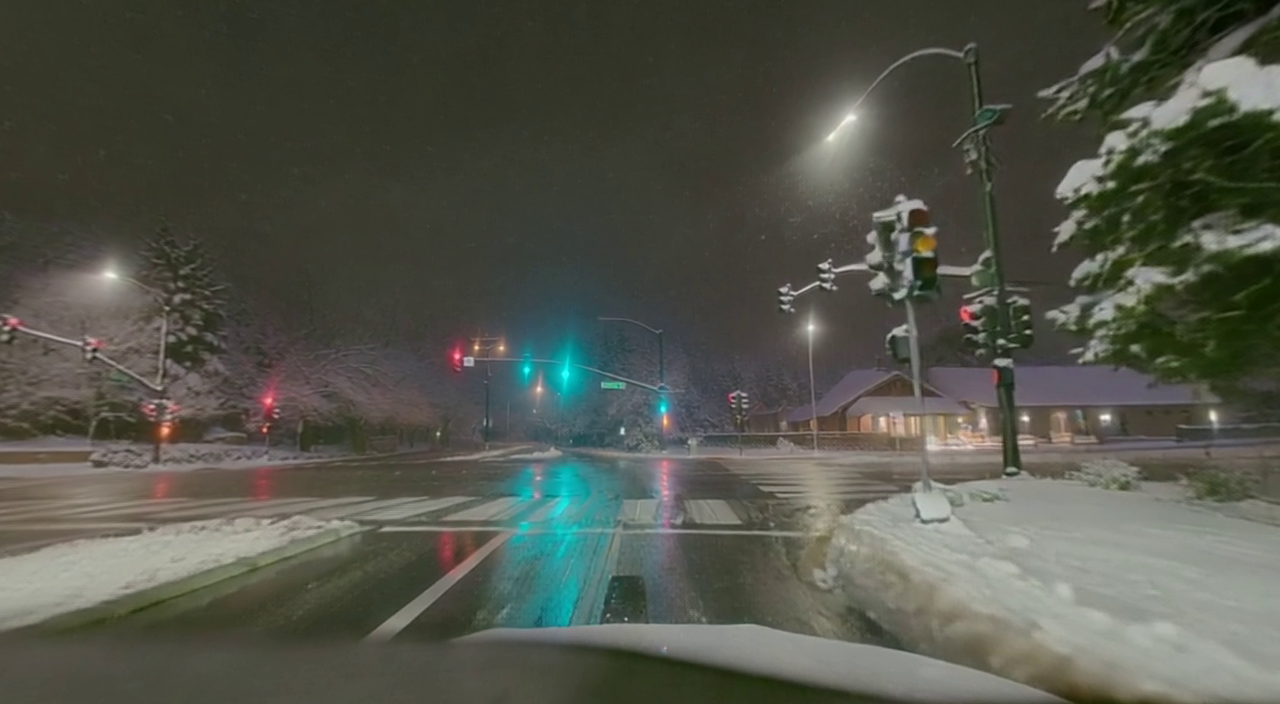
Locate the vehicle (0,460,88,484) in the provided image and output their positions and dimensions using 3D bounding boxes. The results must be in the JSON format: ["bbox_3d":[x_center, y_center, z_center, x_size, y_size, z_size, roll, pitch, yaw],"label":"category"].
[{"bbox_3d":[-36.821,7.386,38.933,3.748,1.389,1.656,0,-8,0],"label":"vehicle"}]
